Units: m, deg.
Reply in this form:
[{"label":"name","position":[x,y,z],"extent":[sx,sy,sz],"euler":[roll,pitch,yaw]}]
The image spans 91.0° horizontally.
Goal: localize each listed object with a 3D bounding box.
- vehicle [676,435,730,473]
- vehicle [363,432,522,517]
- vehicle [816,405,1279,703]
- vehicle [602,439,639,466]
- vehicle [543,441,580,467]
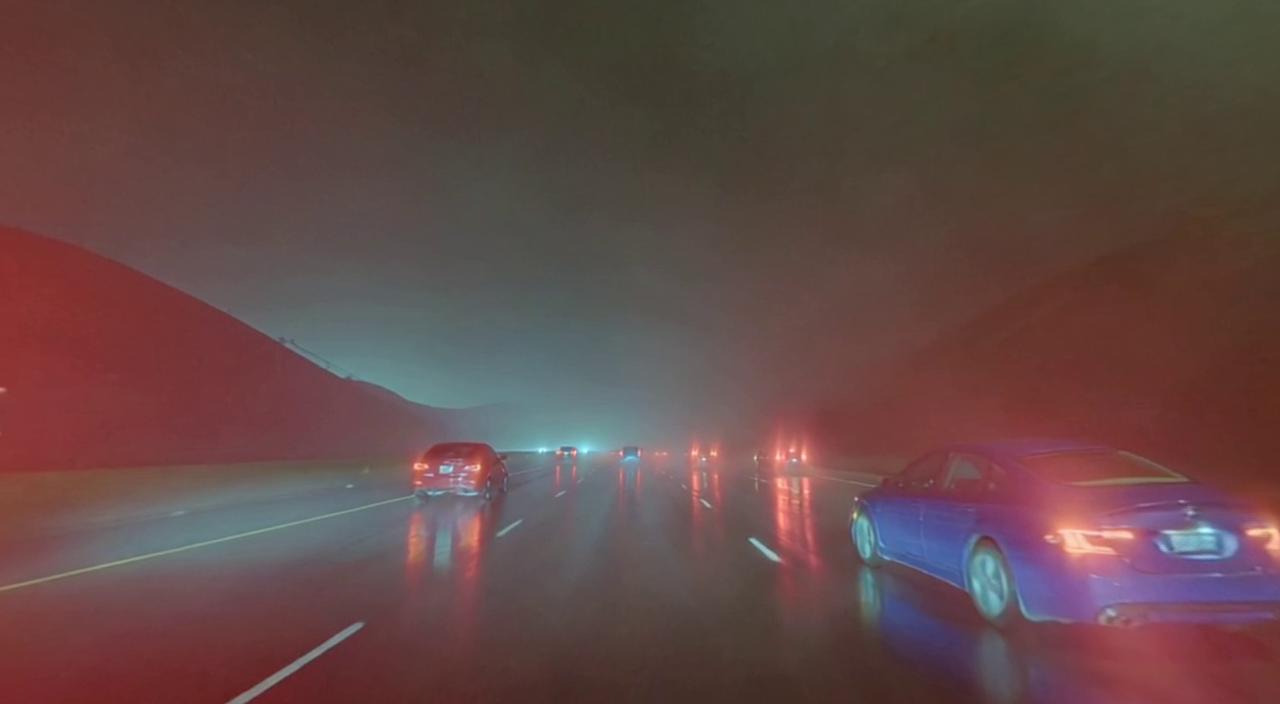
[{"label":"vehicle","position":[3.198,5.325,33.100],"extent":[2.222,1.820,4.733],"euler":[1,-9,-1]},{"label":"vehicle","position":[-3.975,2.528,13.537],"extent":[1.993,1.500,4.248],"euler":[0,-9,0]},{"label":"vehicle","position":[3.100,1.325,4.851],"extent":[2.136,1.511,4.706],"euler":[0,-9,0]},{"label":"vehicle","position":[-1.183,6.250,39.246],"extent":[2.147,1.572,4.094],"euler":[0,-9,-1]},{"label":"vehicle","position":[-4.758,6.203,38.426],"extent":[1.796,1.464,3.839],"euler":[0,-9,-1]}]
